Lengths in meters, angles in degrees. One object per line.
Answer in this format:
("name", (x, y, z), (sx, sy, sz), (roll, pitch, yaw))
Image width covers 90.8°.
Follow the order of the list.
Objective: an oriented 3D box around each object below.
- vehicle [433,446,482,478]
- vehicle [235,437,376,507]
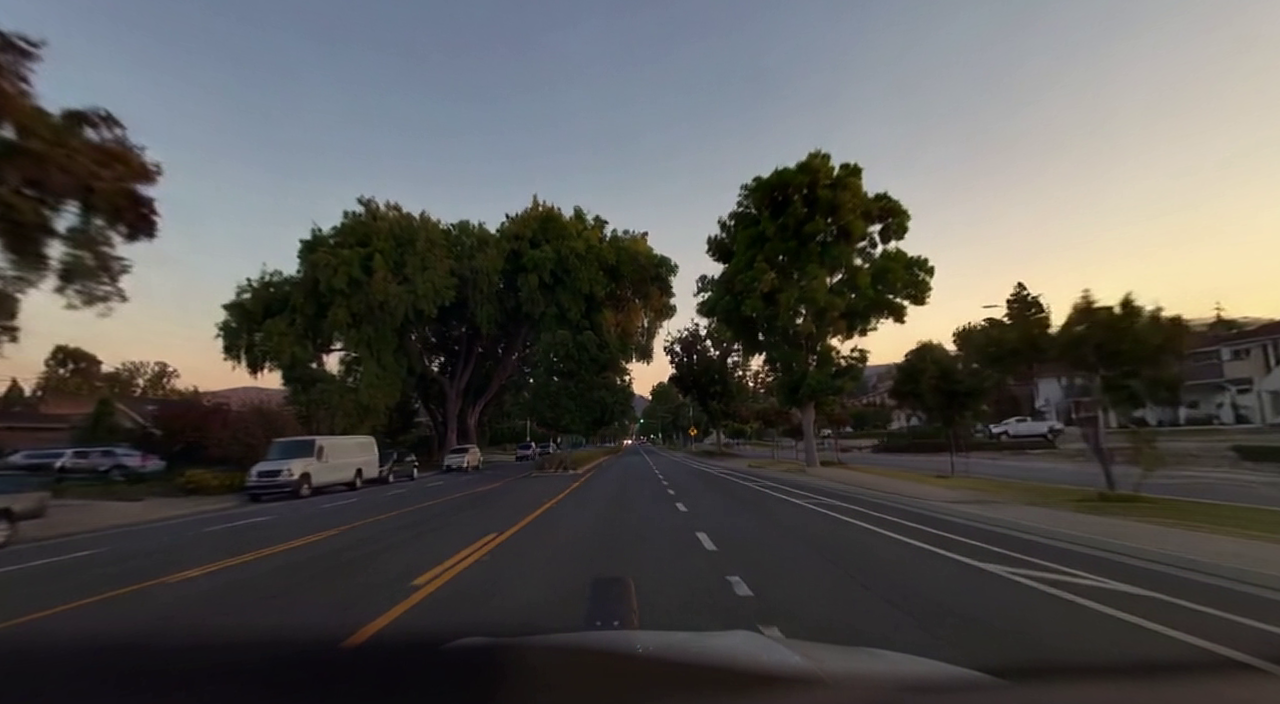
("vehicle", (-12.412, 7.514, 43.293), (2.107, 1.950, 4.529), (-2, -9, 0))
("vehicle", (-12.334, 4.439, 23.905), (2.630, 2.286, 5.309), (-1, -9, -3))
